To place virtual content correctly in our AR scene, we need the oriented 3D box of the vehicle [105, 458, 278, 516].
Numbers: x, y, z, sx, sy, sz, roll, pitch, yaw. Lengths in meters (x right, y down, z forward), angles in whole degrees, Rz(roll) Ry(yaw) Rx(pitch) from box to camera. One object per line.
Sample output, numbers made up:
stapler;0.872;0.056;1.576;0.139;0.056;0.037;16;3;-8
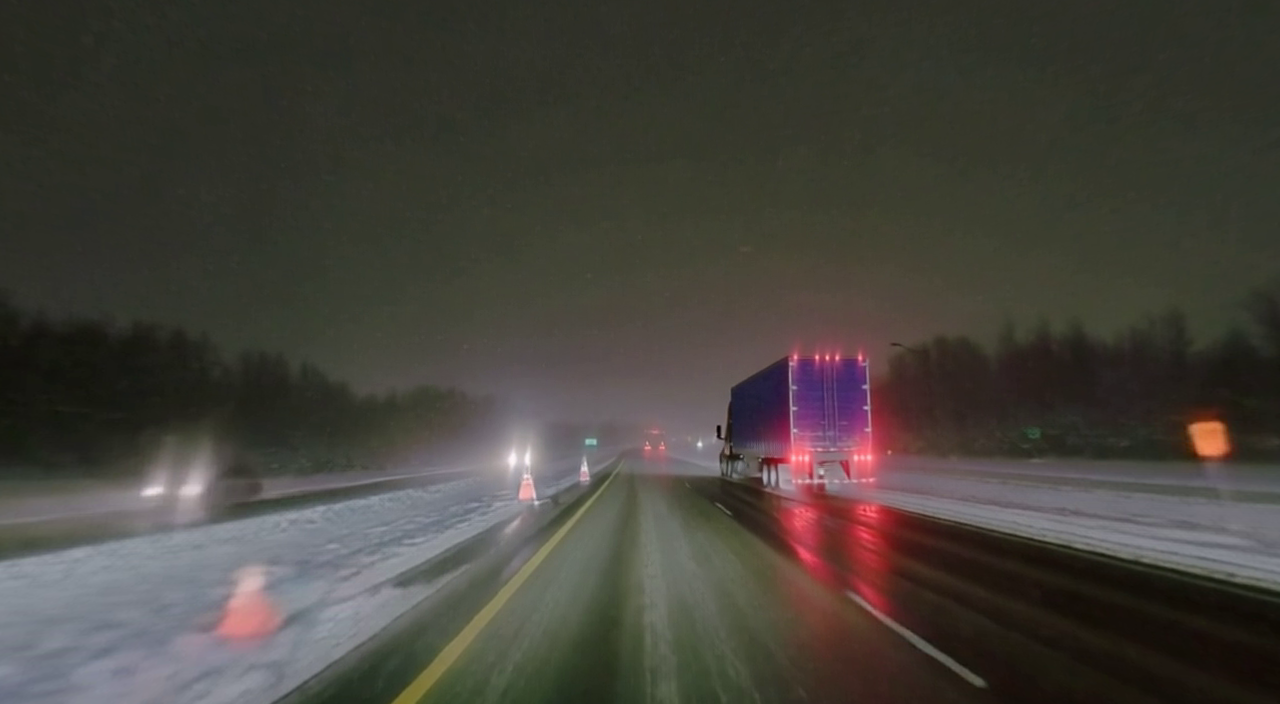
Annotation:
vehicle;-13.136;3.949;18.918;1.869;1.455;4.529;0;-9;0
